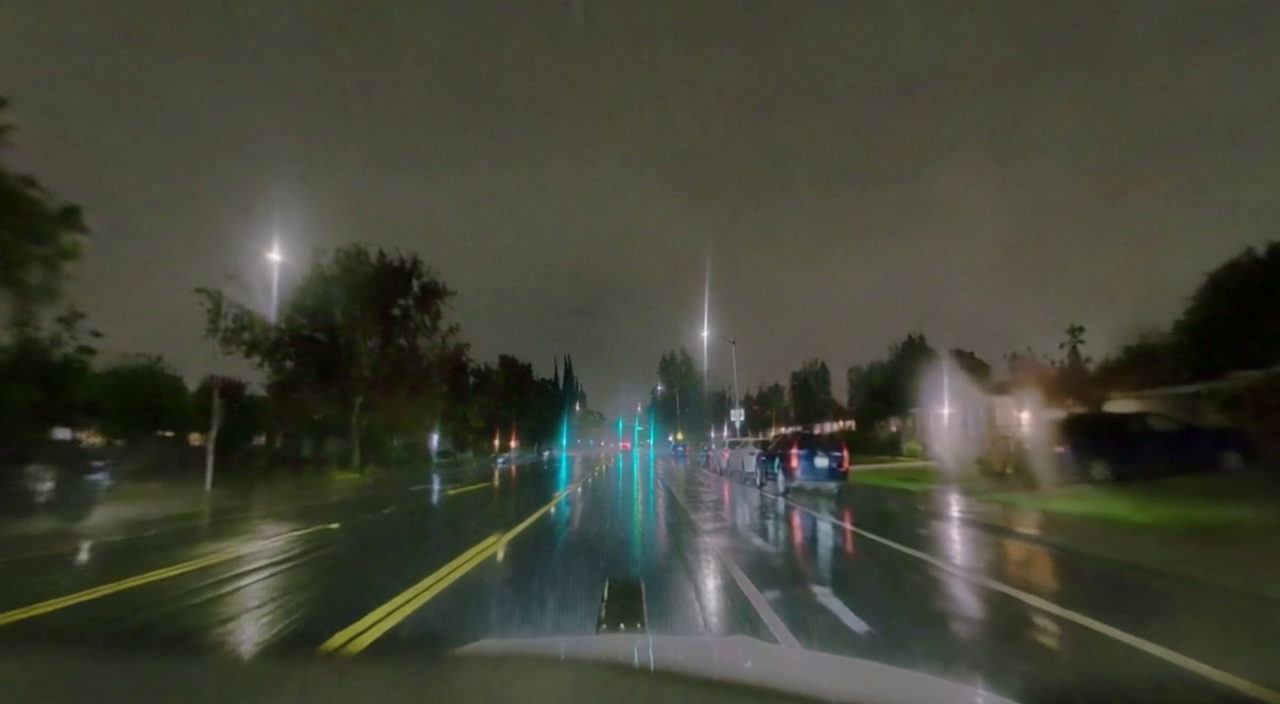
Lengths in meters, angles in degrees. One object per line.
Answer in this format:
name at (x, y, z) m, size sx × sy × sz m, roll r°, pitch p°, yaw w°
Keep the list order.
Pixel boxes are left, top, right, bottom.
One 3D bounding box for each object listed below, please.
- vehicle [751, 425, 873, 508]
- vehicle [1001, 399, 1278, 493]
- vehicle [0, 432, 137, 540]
vehicle at (4.421, 3.019, 17.284) m, size 2.074 × 1.838 × 5.402 m, roll 1°, pitch -8°, yaw 3°
vehicle at (12.807, 2.411, 16.508) m, size 5.296 × 2.003 × 2.200 m, roll -3°, pitch -7°, yaw -1°
vehicle at (-12.578, 2.547, 11.894) m, size 2.075 × 1.917 × 4.984 m, roll -2°, pitch -10°, yaw 0°
